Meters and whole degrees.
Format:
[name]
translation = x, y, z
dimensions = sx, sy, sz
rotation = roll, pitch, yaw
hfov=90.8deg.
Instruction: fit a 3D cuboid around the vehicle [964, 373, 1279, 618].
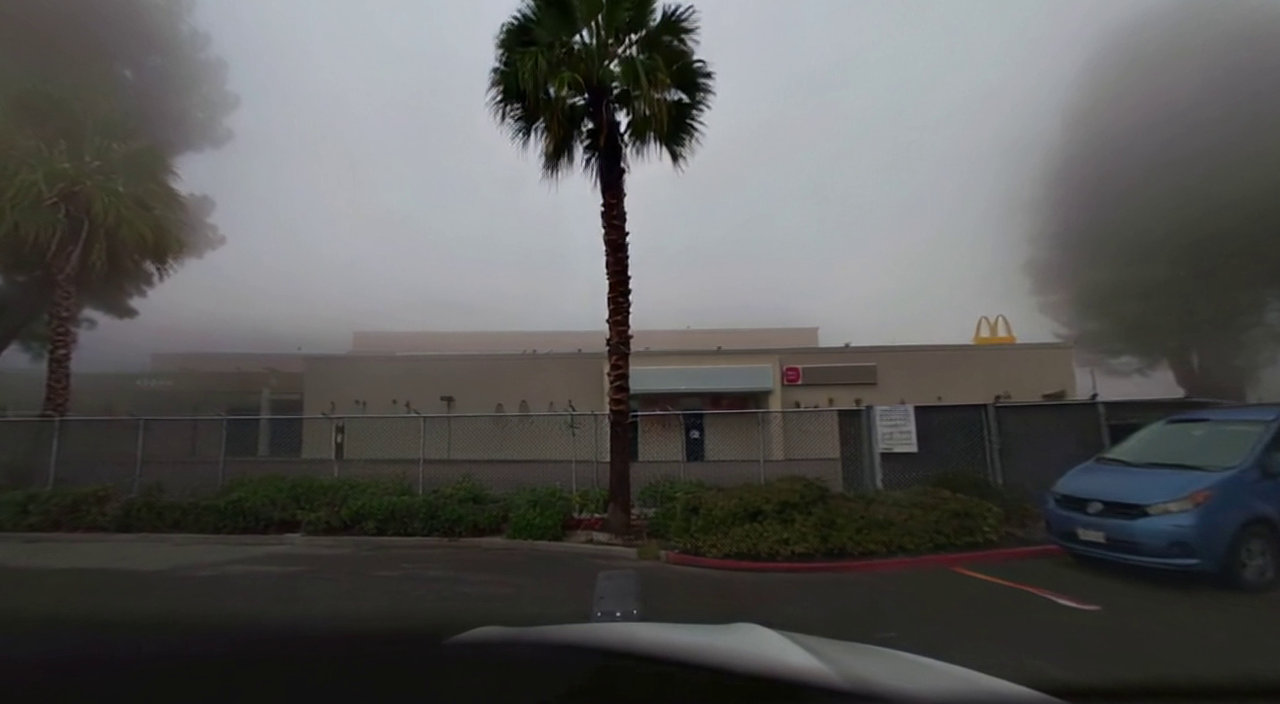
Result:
[vehicle]
translation = 5.866, 1.248, 6.426
dimensions = 4.365, 1.791, 2.073
rotation = 2, -7, -20
